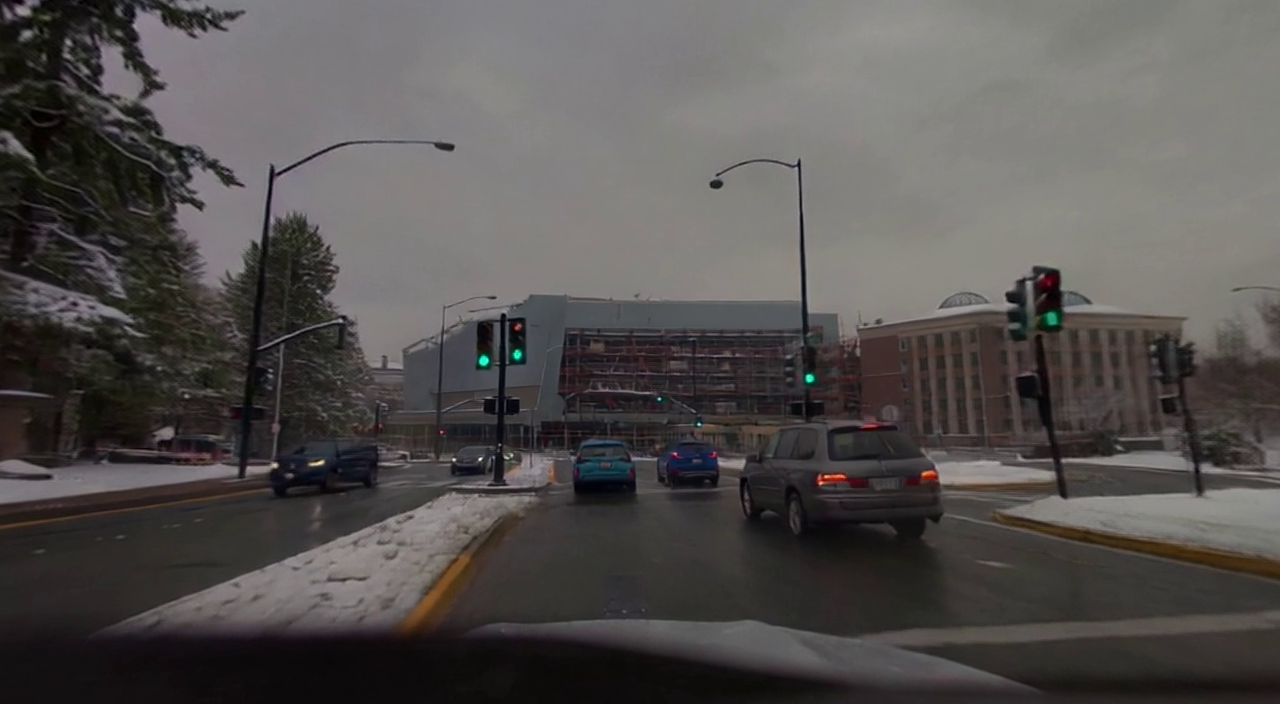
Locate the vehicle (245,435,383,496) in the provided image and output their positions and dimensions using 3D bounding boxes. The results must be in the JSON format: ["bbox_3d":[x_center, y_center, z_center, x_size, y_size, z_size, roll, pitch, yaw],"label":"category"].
[{"bbox_3d":[-10.238,3.588,20.314,2.303,1.692,4.571,0,-9,-5],"label":"vehicle"}]

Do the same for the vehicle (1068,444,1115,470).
[{"bbox_3d":[33.040,7.637,46.238,2.094,1.750,5.139,-5,-10,28],"label":"vehicle"}]

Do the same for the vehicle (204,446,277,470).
[{"bbox_3d":[-26.076,6.863,41.090,4.653,1.459,2.228,-5,-10,33],"label":"vehicle"}]

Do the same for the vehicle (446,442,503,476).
[{"bbox_3d":[-8.468,5.502,32.630,2.092,1.629,4.133,0,-9,-4],"label":"vehicle"}]

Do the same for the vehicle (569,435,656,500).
[{"bbox_3d":[-0.914,3.266,18.182,2.132,1.632,3.889,1,-9,-8],"label":"vehicle"}]

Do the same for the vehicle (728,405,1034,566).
[{"bbox_3d":[3.079,1.851,9.578,2.320,1.772,4.872,0,-9,-6],"label":"vehicle"}]

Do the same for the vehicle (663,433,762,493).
[{"bbox_3d":[2.215,3.570,20.654,2.103,1.710,4.396,1,-9,-9],"label":"vehicle"}]

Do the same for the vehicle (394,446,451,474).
[{"bbox_3d":[-12.617,6.274,36.880,2.013,1.466,4.430,0,-9,-4],"label":"vehicle"}]
